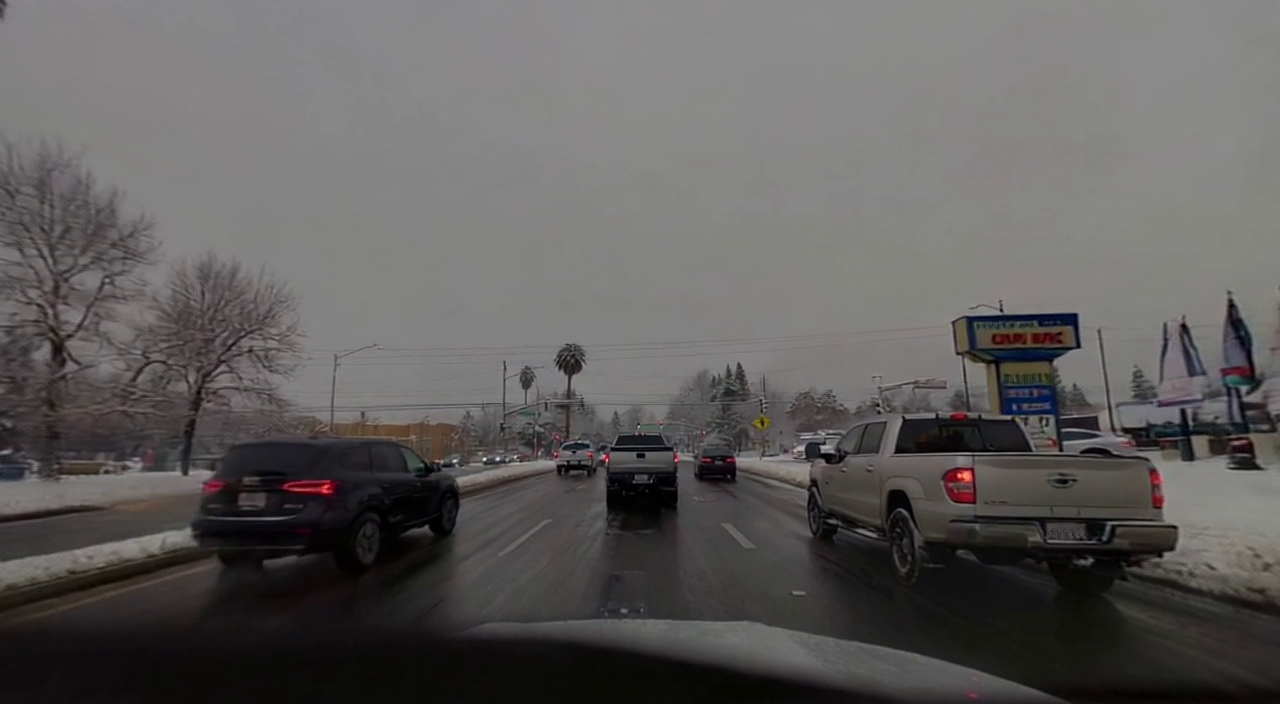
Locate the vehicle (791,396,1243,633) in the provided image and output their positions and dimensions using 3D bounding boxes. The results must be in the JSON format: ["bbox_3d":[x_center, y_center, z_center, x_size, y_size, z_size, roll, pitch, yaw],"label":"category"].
[{"bbox_3d":[3.595,1.671,7.709,2.120,1.828,5.531,0,-9,0],"label":"vehicle"}]

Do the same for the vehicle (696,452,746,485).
[{"bbox_3d":[3.750,5.451,29.768,1.901,1.401,3.965,0,-9,1],"label":"vehicle"}]

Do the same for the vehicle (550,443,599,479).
[{"bbox_3d":[-3.512,5.951,34.554,2.071,1.811,4.605,0,-9,2],"label":"vehicle"}]

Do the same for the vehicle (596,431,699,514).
[{"bbox_3d":[0.206,3.125,16.881,2.295,1.835,5.471,0,-9,1],"label":"vehicle"}]

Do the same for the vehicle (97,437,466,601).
[{"bbox_3d":[-4.022,1.913,8.281,1.983,1.502,4.720,0,-9,2],"label":"vehicle"}]
